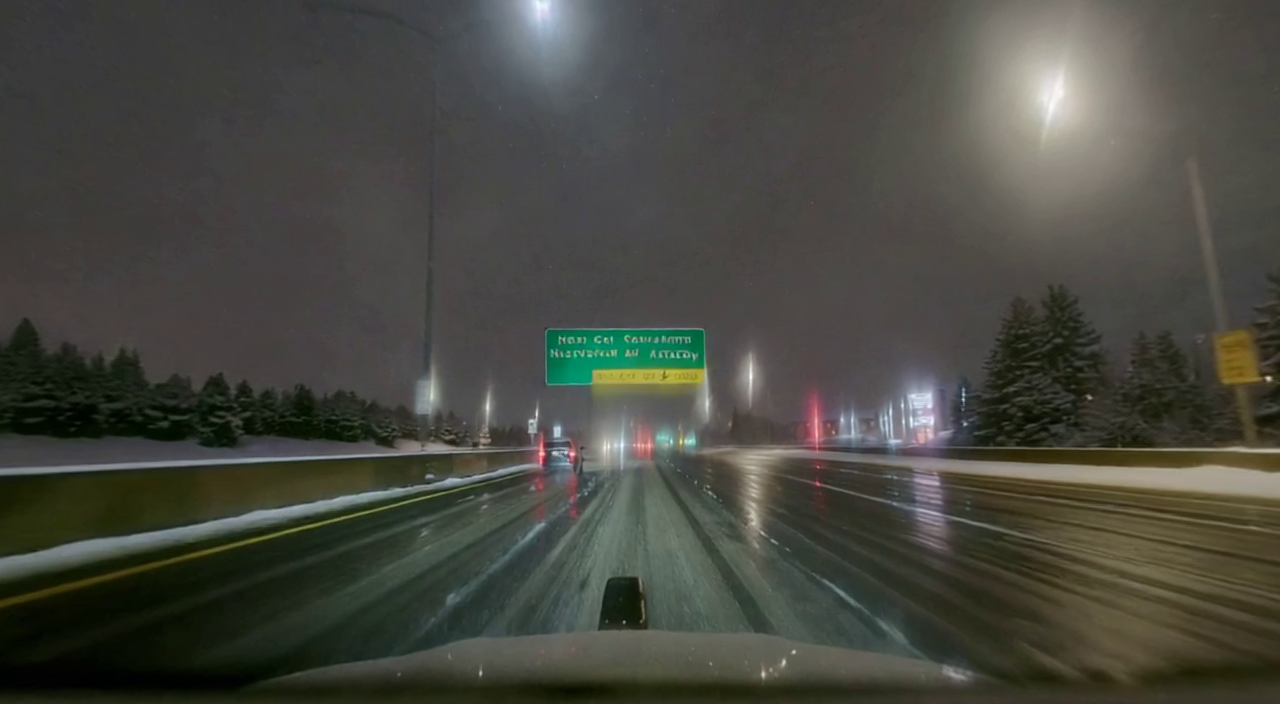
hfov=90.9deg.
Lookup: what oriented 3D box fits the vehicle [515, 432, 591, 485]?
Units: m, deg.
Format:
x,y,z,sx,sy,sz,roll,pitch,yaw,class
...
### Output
x,y,z,sx,sy,sz,roll,pitch,yaw,class
-3.017,3.823,22.879,2.072,1.706,4.359,0,-8,1,vehicle
